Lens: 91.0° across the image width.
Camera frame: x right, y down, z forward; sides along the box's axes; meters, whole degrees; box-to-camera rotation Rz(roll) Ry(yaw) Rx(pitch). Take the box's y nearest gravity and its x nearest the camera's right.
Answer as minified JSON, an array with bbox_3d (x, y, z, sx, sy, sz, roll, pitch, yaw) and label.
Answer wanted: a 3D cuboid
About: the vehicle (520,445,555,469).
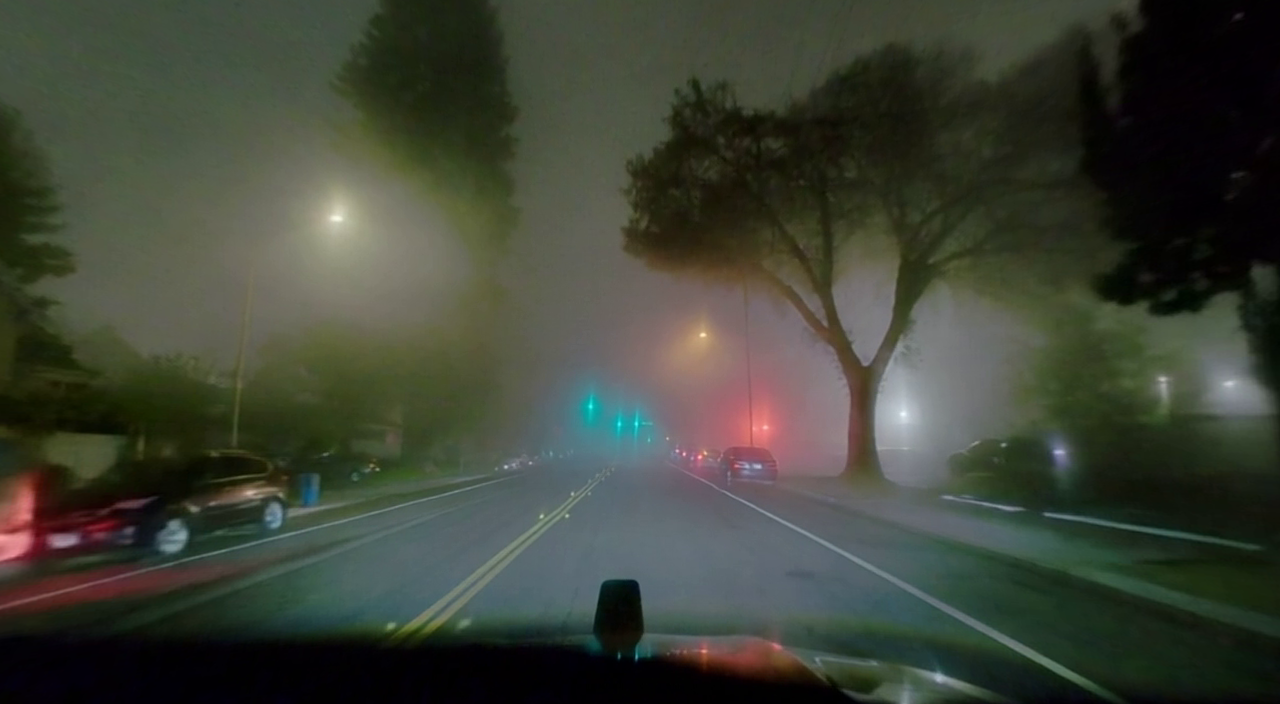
[{"bbox_3d":[-7.697,7.873,47.450,1.994,1.718,4.518,0,-8,-2],"label":"vehicle"}]

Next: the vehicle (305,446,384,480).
[{"bbox_3d":[-14.359,5.397,30.863,1.921,1.518,3.799,-1,-8,2],"label":"vehicle"}]

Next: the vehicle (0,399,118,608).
[{"bbox_3d":[-7.377,1.191,4.267,2.613,1.959,5.843,0,-8,0],"label":"vehicle"}]

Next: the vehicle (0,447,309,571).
[{"bbox_3d":[-7.275,2.269,9.959,1.917,1.505,4.087,0,-8,-2],"label":"vehicle"}]

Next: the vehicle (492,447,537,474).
[{"bbox_3d":[-7.717,6.666,38.886,1.976,1.554,3.654,-1,-8,1],"label":"vehicle"}]

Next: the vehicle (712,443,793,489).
[{"bbox_3d":[3.904,4.048,22.763,2.005,1.466,4.767,0,-8,0],"label":"vehicle"}]

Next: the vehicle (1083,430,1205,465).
[{"bbox_3d":[25.369,4.833,31.825,4.196,1.609,2.157,-1,-9,2],"label":"vehicle"}]

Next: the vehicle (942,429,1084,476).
[{"bbox_3d":[12.646,3.423,21.482,3.731,1.491,1.678,0,-8,-1],"label":"vehicle"}]
